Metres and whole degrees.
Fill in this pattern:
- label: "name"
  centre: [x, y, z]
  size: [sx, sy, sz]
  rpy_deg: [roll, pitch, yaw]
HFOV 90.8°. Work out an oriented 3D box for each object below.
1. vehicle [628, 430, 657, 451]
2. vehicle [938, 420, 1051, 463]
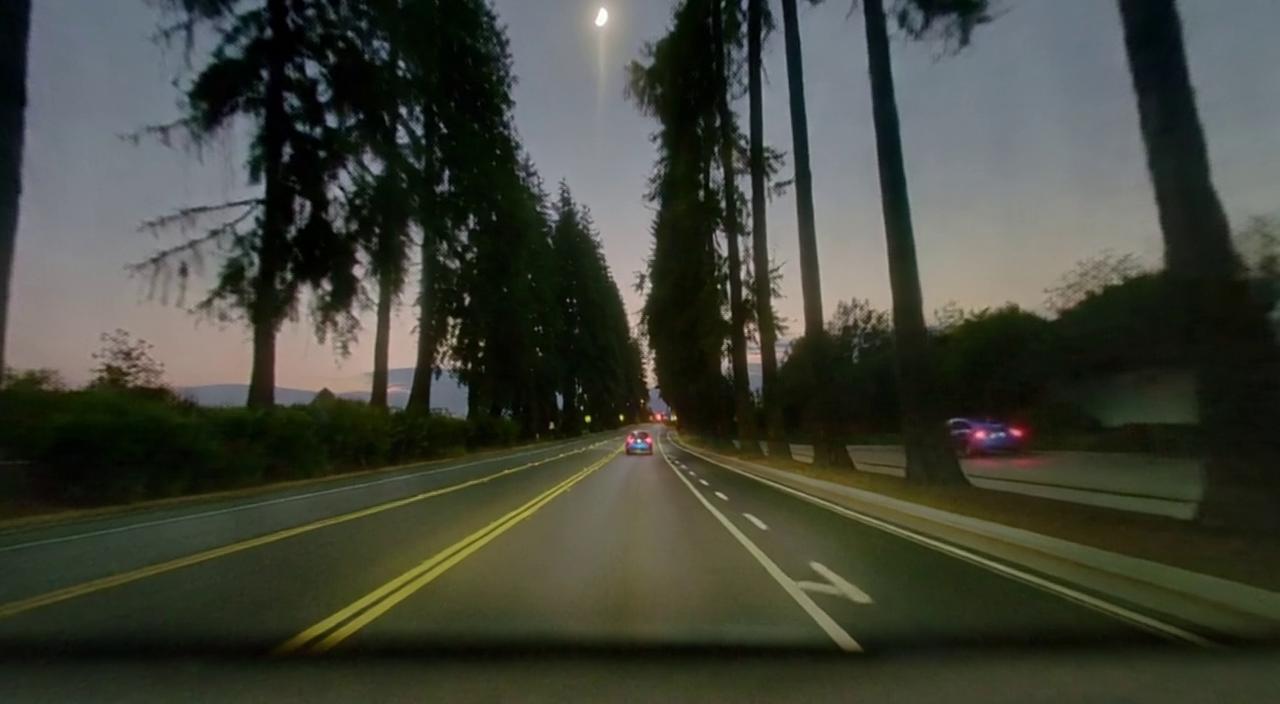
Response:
- label: "vehicle"
  centre: [0.204, 6.624, 47.138]
  size: [2.067, 1.486, 3.861]
  rpy_deg: [0, -9, 1]
- label: "vehicle"
  centre: [13.602, 3.484, 24.620]
  size: [1.762, 1.479, 4.546]
  rpy_deg: [0, -8, 0]
